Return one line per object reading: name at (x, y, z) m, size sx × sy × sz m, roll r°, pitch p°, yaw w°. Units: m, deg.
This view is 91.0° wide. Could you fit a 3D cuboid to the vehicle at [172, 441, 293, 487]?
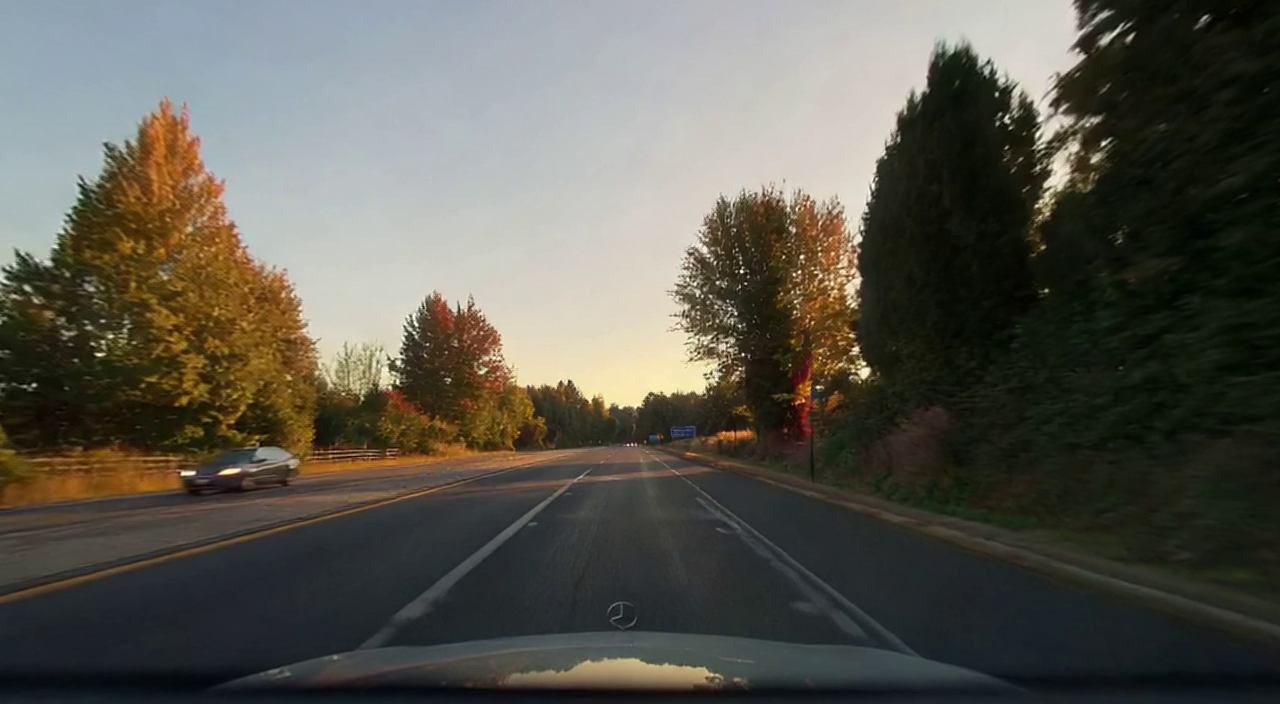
vehicle at (-14.493, 3.978, 22.683) m, size 1.920 × 1.490 × 3.720 m, roll 0°, pitch -8°, yaw -2°
